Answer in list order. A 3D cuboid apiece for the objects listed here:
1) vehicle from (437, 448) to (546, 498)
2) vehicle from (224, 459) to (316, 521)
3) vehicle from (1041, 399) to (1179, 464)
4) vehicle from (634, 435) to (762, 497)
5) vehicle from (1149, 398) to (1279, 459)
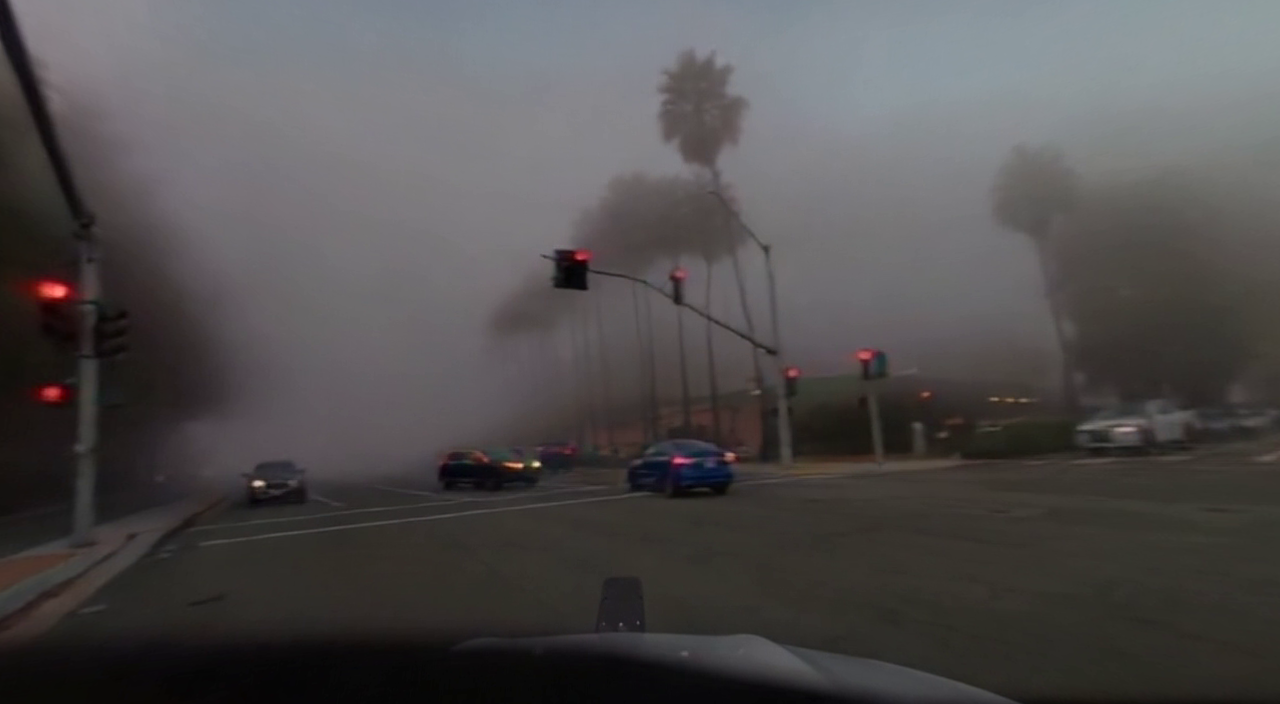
[{"bbox_3d":[-5.336,4.173,22.259,2.068,1.509,4.687,6,-10,-35],"label":"vehicle"},{"bbox_3d":[-11.478,4.127,19.442,1.951,1.546,4.597,6,-10,-35],"label":"vehicle"},{"bbox_3d":[15.246,2.550,20.465,4.176,1.593,2.090,-1,-9,-34],"label":"vehicle"},{"bbox_3d":[1.428,3.099,17.606,2.089,1.471,4.206,2,-9,-17],"label":"vehicle"},{"bbox_3d":[16.307,2.172,17.609,4.348,1.498,2.041,5,-10,-35],"label":"vehicle"}]
